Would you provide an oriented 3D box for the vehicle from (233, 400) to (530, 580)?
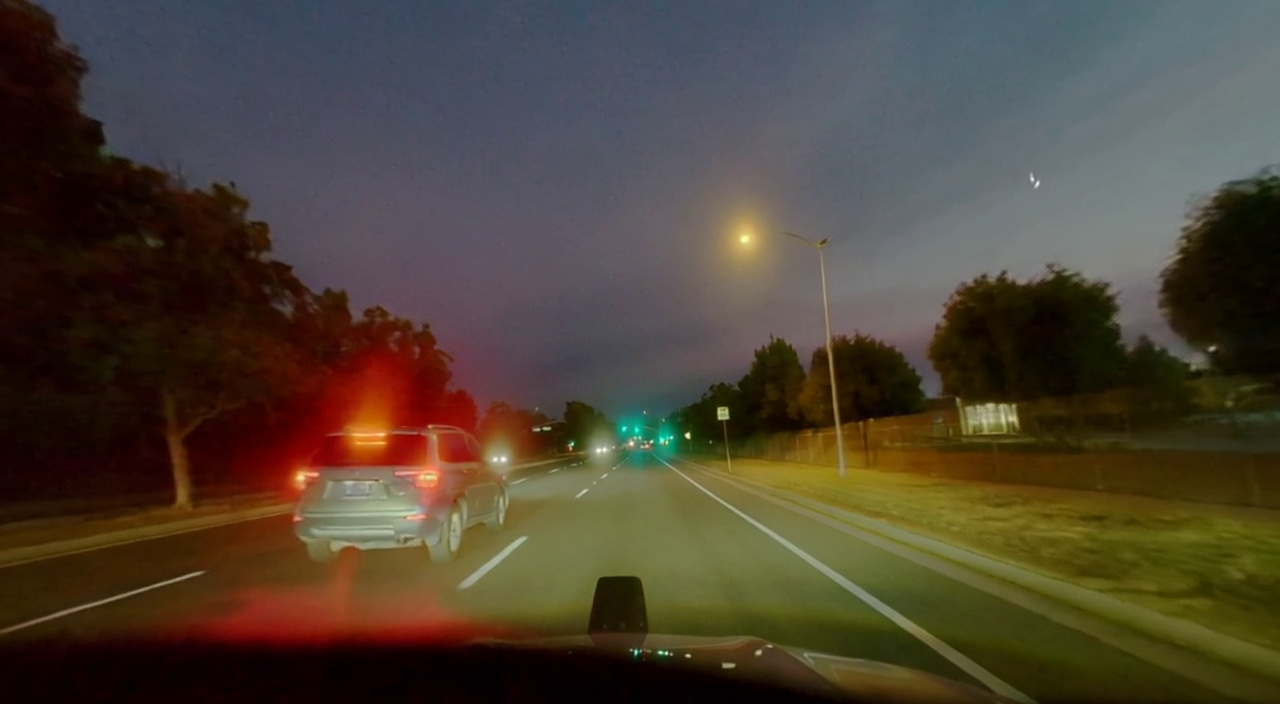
[{"bbox_3d":[-3.106,1.774,8.968,2.160,1.855,4.695,0,-8,1],"label":"vehicle"}]
